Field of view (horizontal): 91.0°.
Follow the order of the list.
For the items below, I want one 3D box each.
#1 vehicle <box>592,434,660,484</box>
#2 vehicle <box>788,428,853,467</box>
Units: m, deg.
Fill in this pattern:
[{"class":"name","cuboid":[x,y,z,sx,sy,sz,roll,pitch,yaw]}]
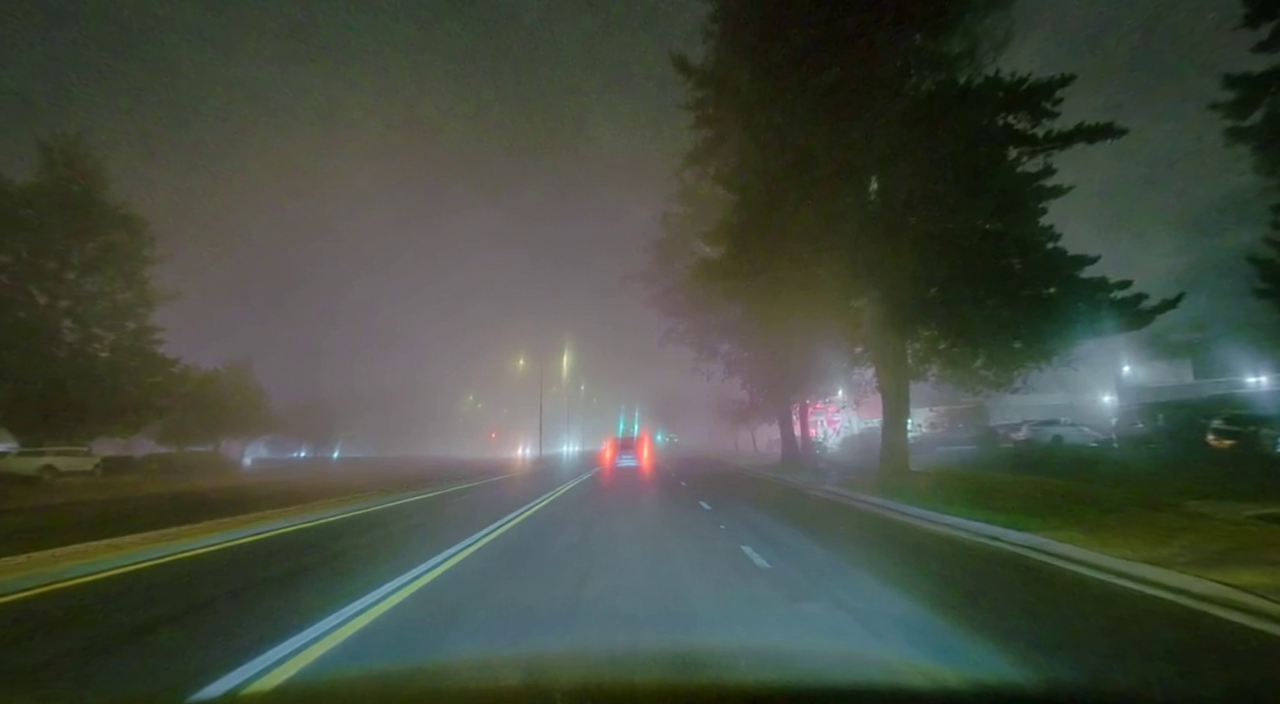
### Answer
[{"class":"vehicle","cuboid":[-0.410,3.585,21.411,2.062,1.519,4.214,0,-8,0]},{"class":"vehicle","cuboid":[9.272,4.957,32.720,2.083,1.882,4.674,0,-8,1]}]
